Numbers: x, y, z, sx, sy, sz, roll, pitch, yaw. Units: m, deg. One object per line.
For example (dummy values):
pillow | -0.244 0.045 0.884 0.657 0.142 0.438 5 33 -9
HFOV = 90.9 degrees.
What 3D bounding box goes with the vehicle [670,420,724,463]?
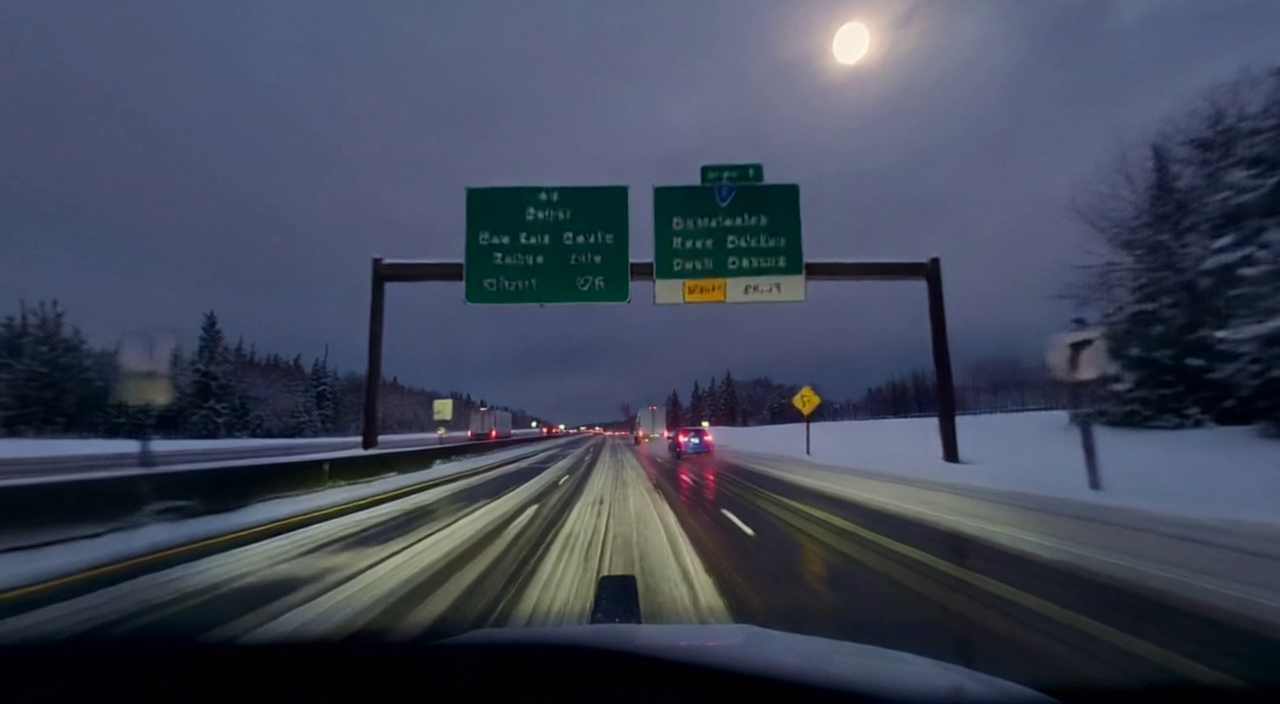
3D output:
vehicle | 2.645 4.289 30.438 2.076 1.914 4.287 0 -8 -2
